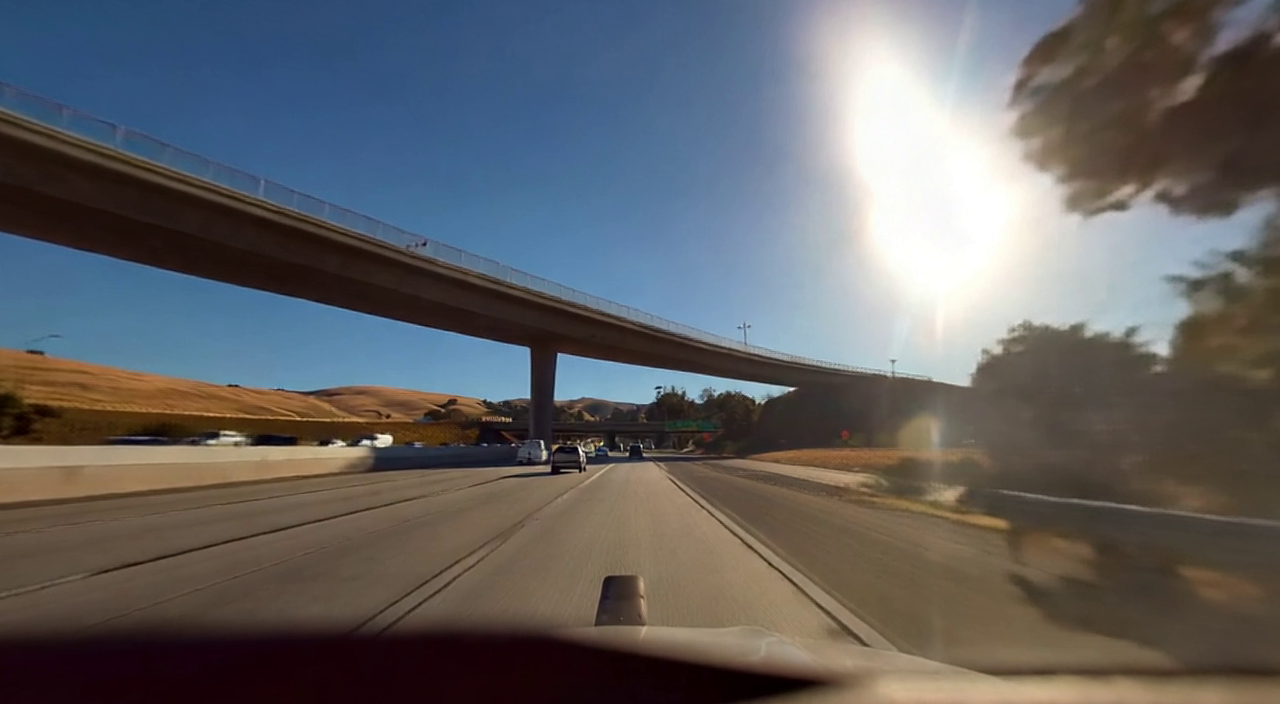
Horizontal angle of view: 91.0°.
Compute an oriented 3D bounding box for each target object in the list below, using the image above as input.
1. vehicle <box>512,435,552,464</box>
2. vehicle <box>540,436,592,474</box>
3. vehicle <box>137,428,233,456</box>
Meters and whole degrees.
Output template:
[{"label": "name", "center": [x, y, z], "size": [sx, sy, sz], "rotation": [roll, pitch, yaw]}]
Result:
[{"label": "vehicle", "center": [-7.909, 7.167, 46.355], "size": [2.132, 1.984, 4.639], "rotation": [0, -9, 0]}, {"label": "vehicle", "center": [-3.868, 5.490, 33.679], "size": [2.144, 1.847, 4.850], "rotation": [0, -9, 1]}, {"label": "vehicle", "center": [-30.263, 6.082, 42.144], "size": [2.108, 1.733, 5.604], "rotation": [-1, -9, 2]}]
